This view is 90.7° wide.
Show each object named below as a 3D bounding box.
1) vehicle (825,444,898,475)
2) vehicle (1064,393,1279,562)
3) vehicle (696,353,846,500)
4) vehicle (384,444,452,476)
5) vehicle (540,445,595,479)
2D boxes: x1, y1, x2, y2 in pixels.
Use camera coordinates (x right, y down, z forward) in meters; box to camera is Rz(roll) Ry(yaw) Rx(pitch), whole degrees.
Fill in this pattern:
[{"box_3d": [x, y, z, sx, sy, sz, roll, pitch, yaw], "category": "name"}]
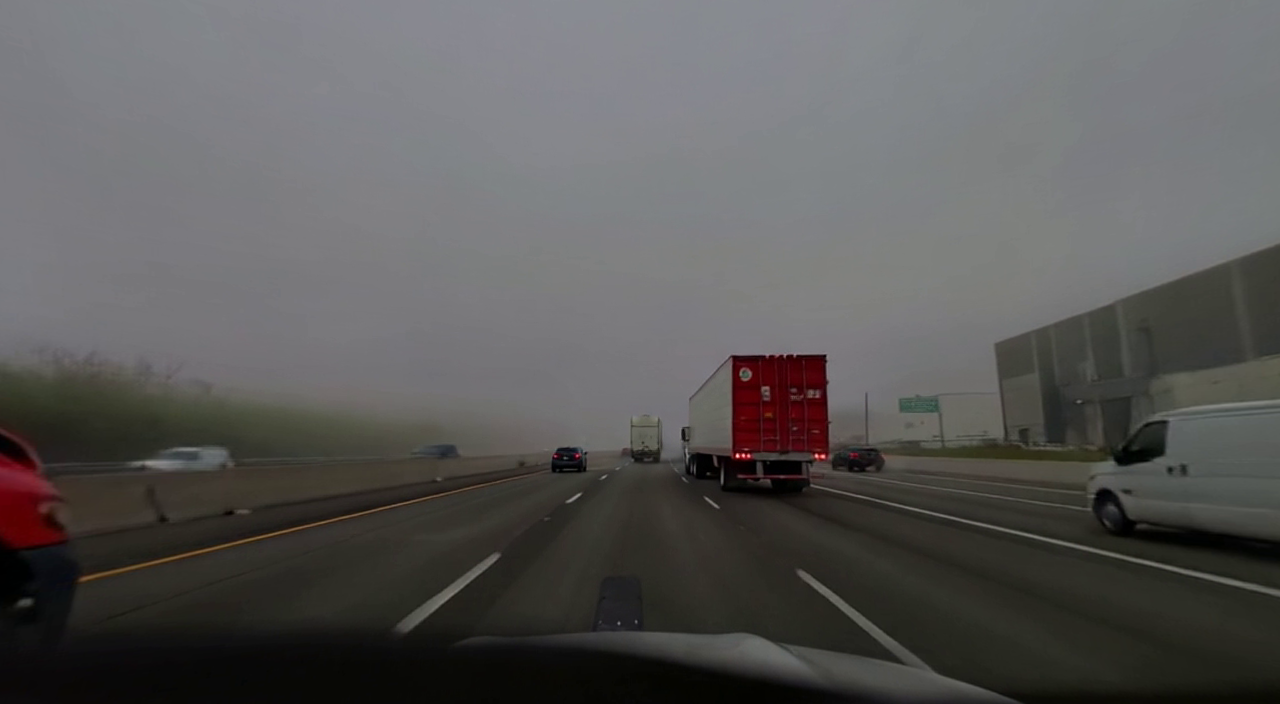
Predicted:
[{"box_3d": [11.376, 5.550, 32.908, 2.060, 1.499, 4.683, 0, -9, -1], "category": "vehicle"}, {"box_3d": [8.466, 1.539, 7.961, 2.216, 1.918, 5.742, 0, -9, -1], "category": "vehicle"}, {"box_3d": [4.131, 2.989, 23.903, 2.951, 3.974, 13.340, -1, -9, 1], "category": "vehicle"}, {"box_3d": [-11.941, 5.819, 34.367, 1.957, 1.602, 4.608, -1, -9, 1], "category": "vehicle"}, {"box_3d": [-3.294, 5.100, 29.618, 2.024, 1.472, 4.014, -1, -9, 1], "category": "vehicle"}]
